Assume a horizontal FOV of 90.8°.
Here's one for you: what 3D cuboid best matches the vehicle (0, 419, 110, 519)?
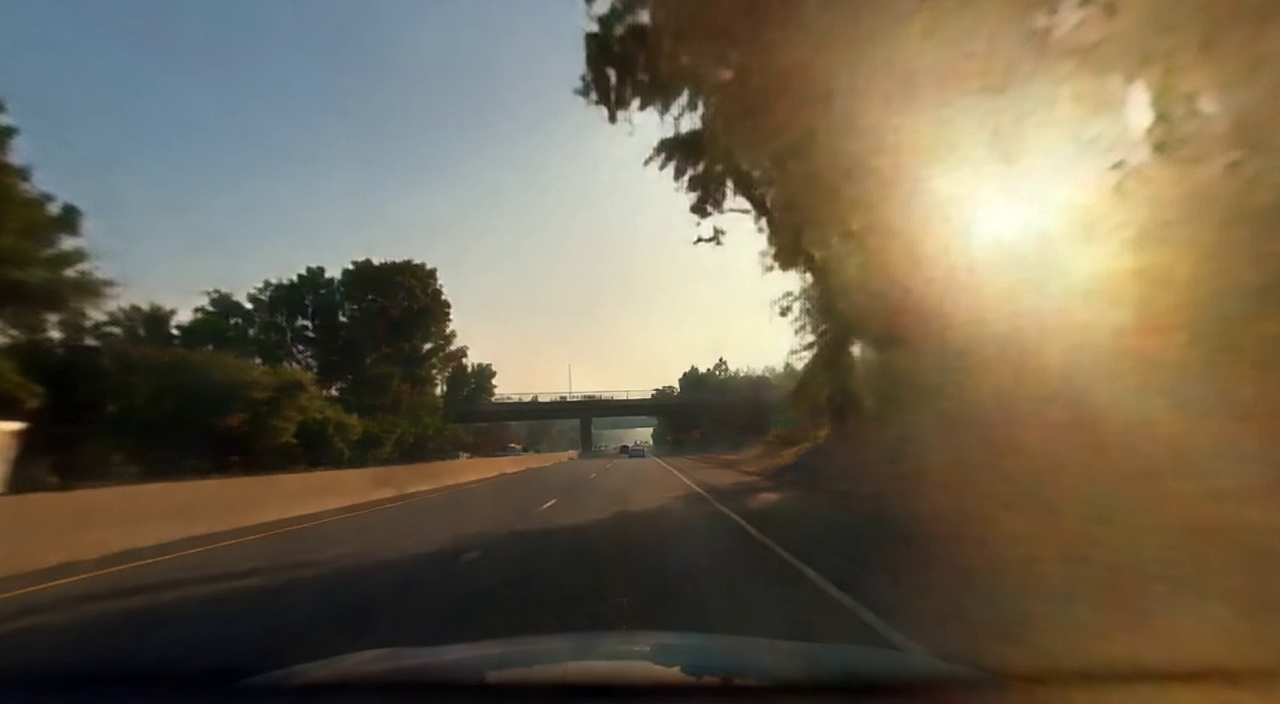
[{"bbox_3d":[-17.186,3.053,16.545,2.332,2.487,4.648,0,-9,1],"label":"vehicle"}]
